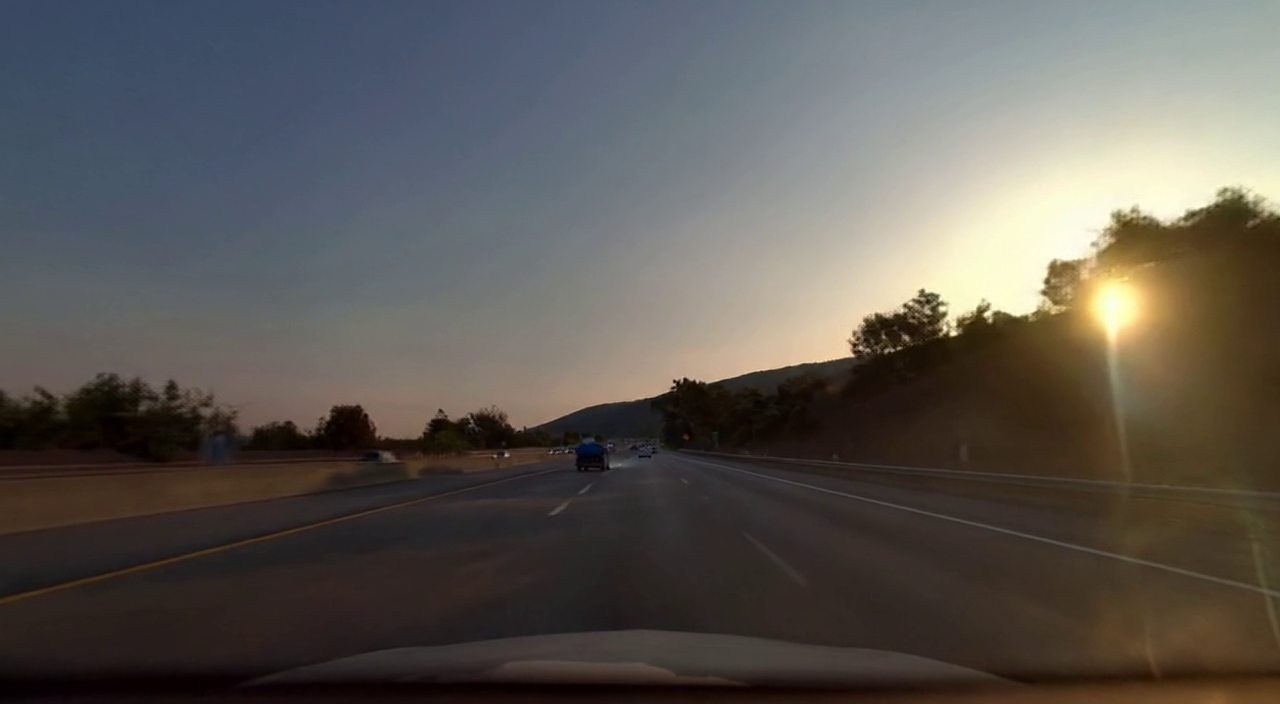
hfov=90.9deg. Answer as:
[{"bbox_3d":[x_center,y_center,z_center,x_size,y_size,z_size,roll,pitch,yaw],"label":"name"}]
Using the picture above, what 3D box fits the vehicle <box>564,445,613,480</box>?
[{"bbox_3d":[-2.454,5.402,31.014,1.965,1.556,3.971,-1,-9,2],"label":"vehicle"}]
